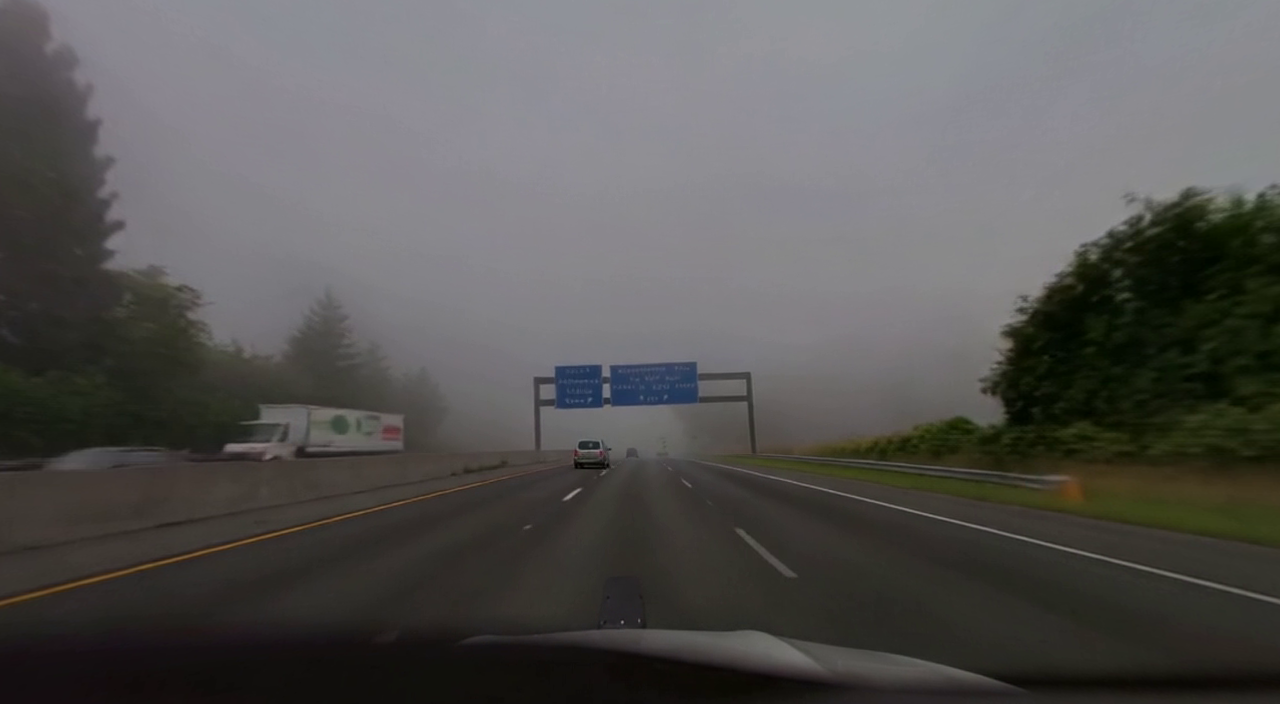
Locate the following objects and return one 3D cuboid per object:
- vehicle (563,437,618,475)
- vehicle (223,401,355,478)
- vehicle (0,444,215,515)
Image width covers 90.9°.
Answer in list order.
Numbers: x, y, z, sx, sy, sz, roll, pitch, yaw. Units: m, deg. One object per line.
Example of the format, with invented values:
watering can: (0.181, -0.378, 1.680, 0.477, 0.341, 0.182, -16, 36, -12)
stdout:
vehicle: (-2.265, 4.942, 30.011, 2.183, 1.662, 3.968, 0, -9, 1)
vehicle: (-20.264, 5.165, 37.008, 3.882, 4.112, 6.304, 0, -9, 0)
vehicle: (-12.282, 2.885, 14.738, 1.869, 1.414, 4.059, 0, -9, -1)
